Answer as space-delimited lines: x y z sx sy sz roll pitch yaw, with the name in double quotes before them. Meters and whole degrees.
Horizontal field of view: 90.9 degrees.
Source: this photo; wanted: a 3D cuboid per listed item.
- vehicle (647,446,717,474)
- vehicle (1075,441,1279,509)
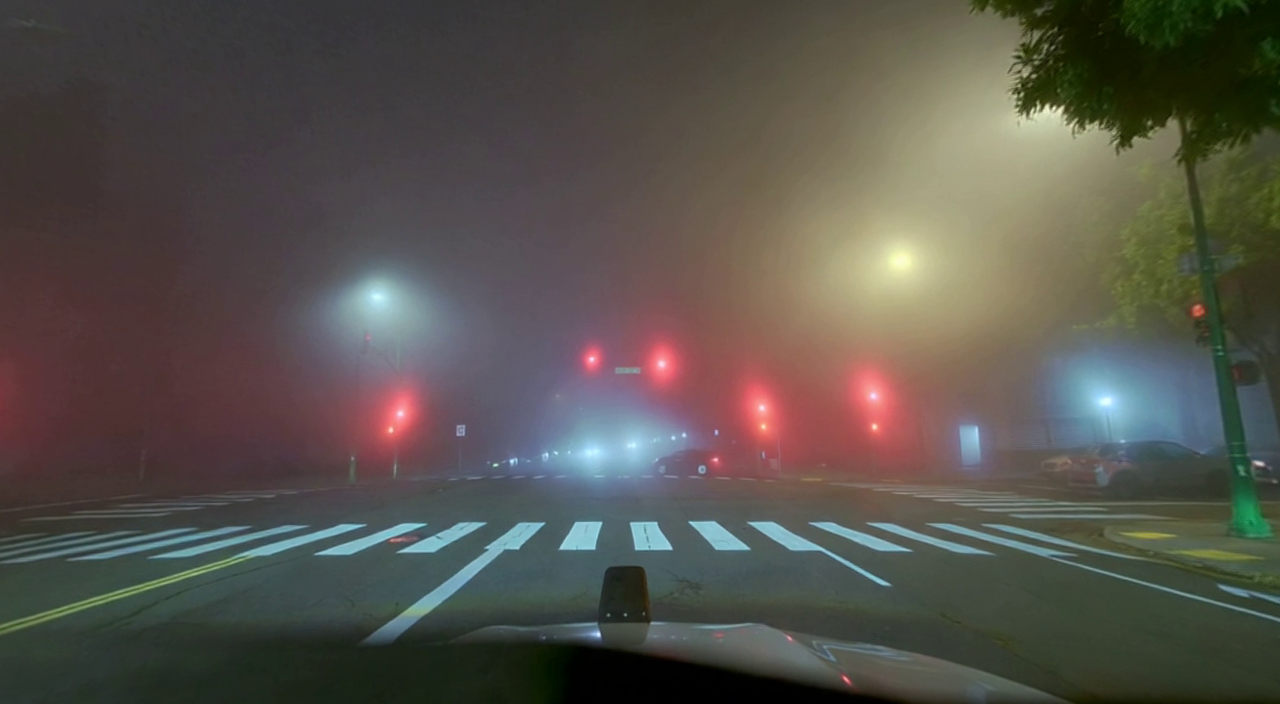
"vehicle" 2.449 6.401 37.638 1.972 1.522 4.368 5 -10 -32
"vehicle" 13.005 2.795 14.565 4.424 1.436 1.804 -1 -9 6
